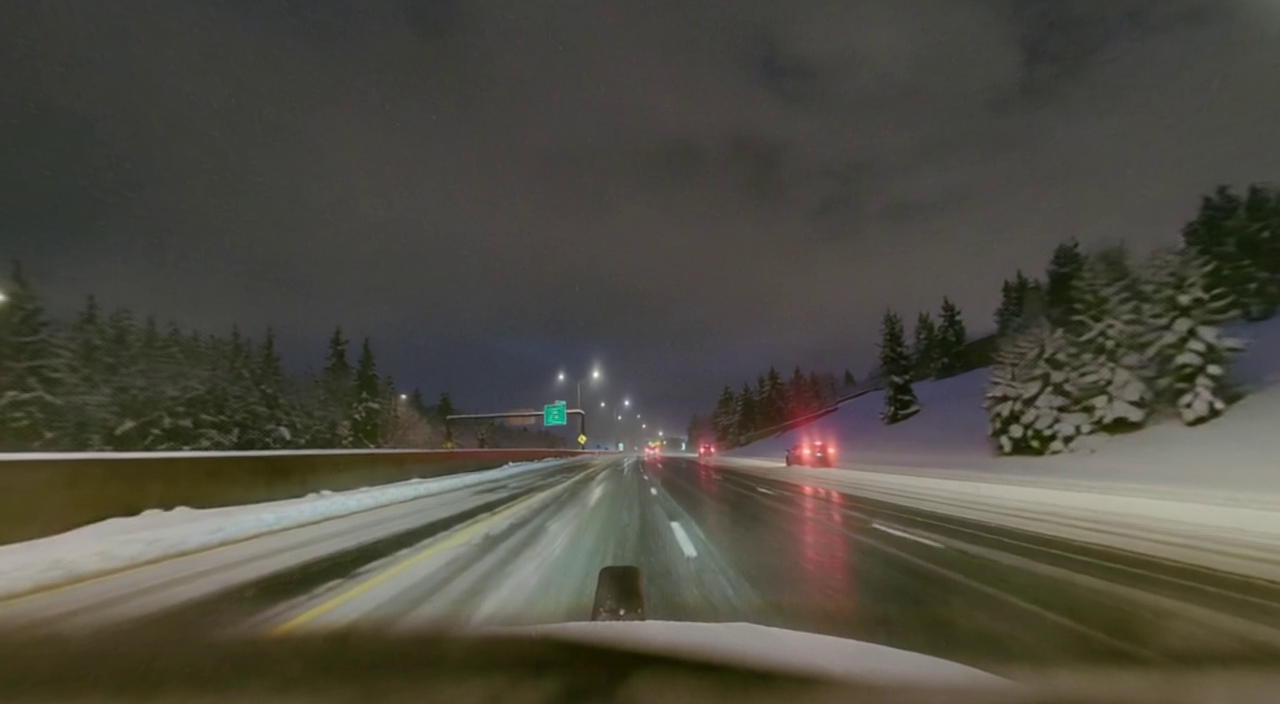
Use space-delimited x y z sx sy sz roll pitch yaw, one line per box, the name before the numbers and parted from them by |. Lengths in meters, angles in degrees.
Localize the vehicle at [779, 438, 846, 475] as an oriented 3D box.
vehicle | 8.971 5.497 33.185 2.167 1.781 4.340 0 -9 -1
